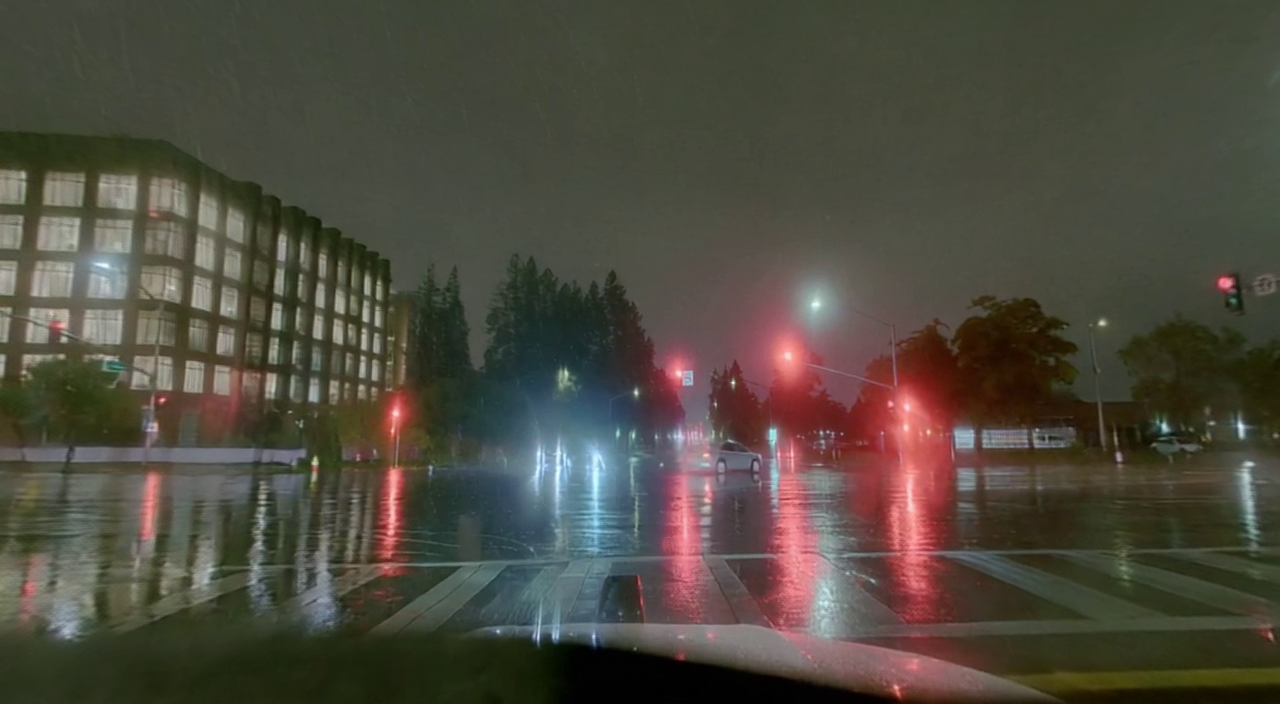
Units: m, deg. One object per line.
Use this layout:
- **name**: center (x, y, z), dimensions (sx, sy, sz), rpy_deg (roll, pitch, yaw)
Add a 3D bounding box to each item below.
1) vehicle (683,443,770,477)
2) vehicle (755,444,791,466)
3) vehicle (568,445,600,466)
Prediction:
- **vehicle**: center (4.141, 5.056, 29.851), dimensions (2.043, 1.454, 4.424), rpy_deg (-7, -11, 38)
- **vehicle**: center (10.210, 7.940, 48.957), dimensions (1.955, 1.569, 4.397), rpy_deg (0, -8, 2)
- **vehicle**: center (-4.363, 8.124, 49.750), dimensions (2.130, 1.613, 4.121), rpy_deg (0, -8, 0)
